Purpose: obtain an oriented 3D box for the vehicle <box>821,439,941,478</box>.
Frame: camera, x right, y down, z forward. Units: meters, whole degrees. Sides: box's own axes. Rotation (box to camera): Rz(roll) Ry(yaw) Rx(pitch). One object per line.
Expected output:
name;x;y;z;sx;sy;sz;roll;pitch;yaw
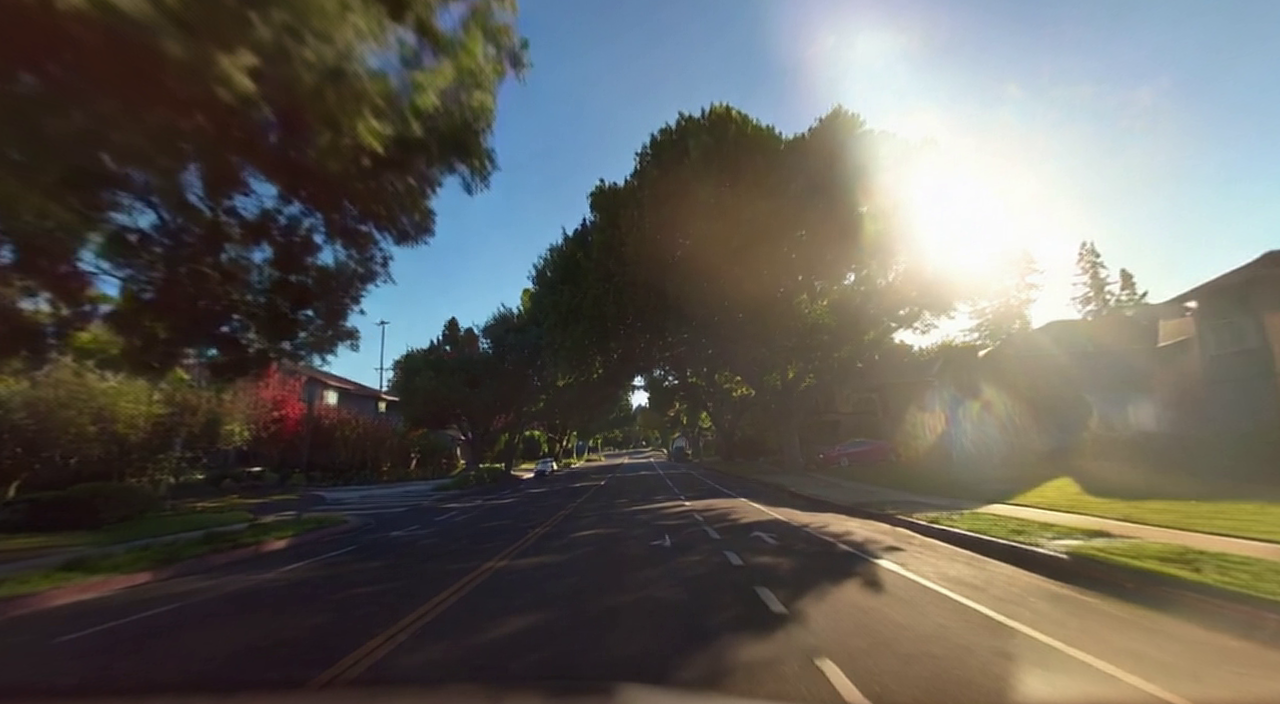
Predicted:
vehicle;11.060;4.991;29.437;1.904;1.626;5.012;7;-12;-31
